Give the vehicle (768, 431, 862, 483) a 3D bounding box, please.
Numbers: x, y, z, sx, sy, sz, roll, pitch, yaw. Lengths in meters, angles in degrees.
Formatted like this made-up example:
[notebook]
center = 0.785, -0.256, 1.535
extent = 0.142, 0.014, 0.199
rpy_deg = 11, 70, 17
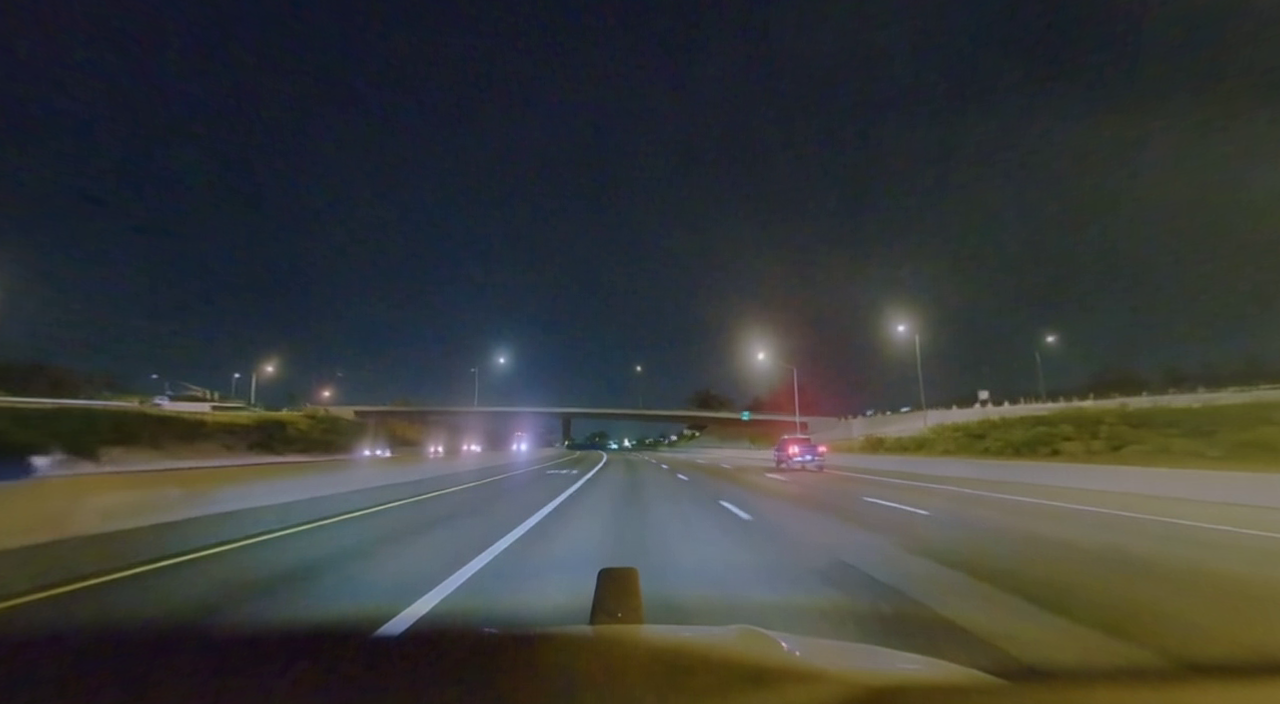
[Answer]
[vehicle]
center = 6.377, 3.880, 23.605
extent = 2.104, 1.723, 4.538
rpy_deg = 0, -9, -2
